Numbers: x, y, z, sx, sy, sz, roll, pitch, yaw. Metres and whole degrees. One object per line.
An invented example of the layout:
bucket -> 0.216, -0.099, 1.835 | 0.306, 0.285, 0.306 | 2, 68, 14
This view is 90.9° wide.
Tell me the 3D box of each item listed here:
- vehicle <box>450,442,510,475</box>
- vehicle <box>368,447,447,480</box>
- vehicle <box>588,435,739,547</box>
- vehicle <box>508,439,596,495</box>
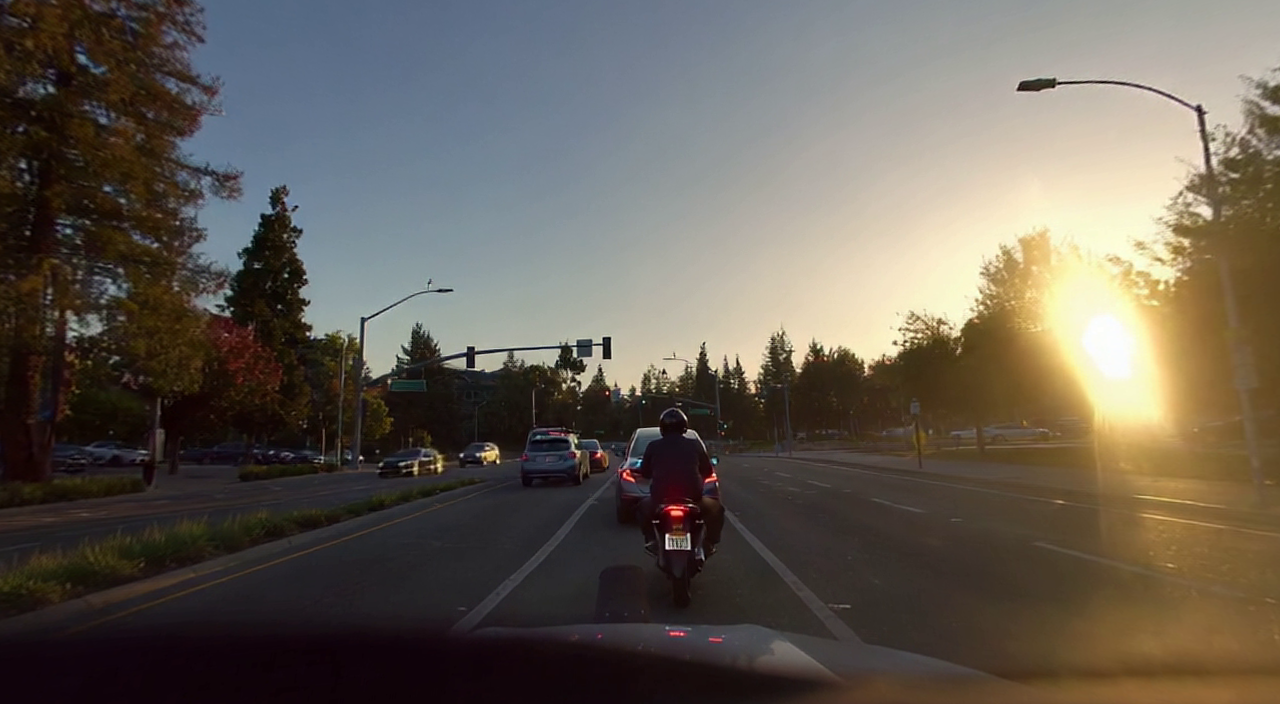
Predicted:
vehicle -> -7.709, 5.127, 30.707 | 1.735, 1.480, 4.137 | -1, -8, 2
vehicle -> -11.171, 5.354, 30.670 | 1.936, 1.425, 4.630 | -1, -8, 2
vehicle -> 0.334, 2.183, 10.731 | 2.009, 1.450, 4.608 | -1, -8, 1
vehicle -> -2.521, 3.405, 19.119 | 1.979, 1.499, 3.840 | -1, -8, 2
